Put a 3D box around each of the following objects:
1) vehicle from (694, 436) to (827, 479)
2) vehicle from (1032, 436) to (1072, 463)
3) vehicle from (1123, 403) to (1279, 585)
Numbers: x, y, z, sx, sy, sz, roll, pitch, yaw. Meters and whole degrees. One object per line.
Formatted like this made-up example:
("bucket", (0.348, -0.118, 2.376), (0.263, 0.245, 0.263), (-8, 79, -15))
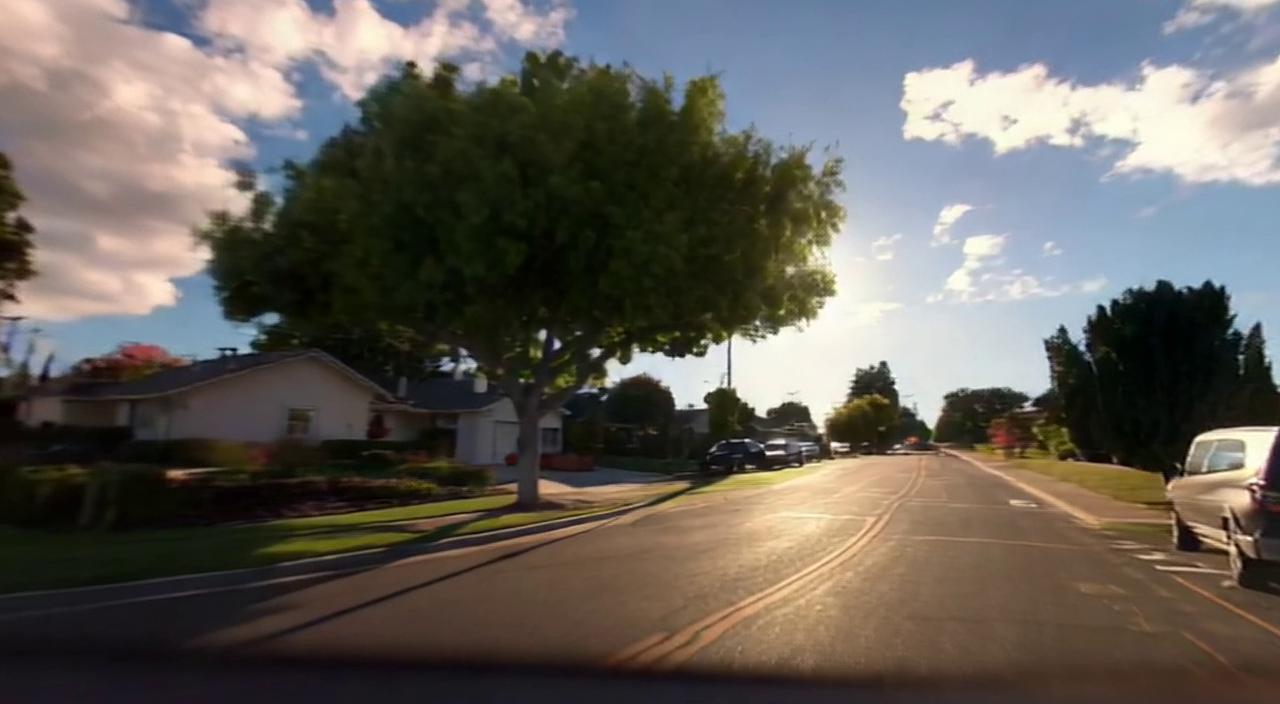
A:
("vehicle", (4.623, 4.118, 24.778), (4.750, 1.559, 1.928), (0, -9, -2))
("vehicle", (30.435, 7.207, 46.813), (2.051, 1.925, 4.625), (-5, -10, 29))
("vehicle", (8.093, 1.732, 8.367), (2.154, 1.855, 4.689), (-5, -10, 32))
